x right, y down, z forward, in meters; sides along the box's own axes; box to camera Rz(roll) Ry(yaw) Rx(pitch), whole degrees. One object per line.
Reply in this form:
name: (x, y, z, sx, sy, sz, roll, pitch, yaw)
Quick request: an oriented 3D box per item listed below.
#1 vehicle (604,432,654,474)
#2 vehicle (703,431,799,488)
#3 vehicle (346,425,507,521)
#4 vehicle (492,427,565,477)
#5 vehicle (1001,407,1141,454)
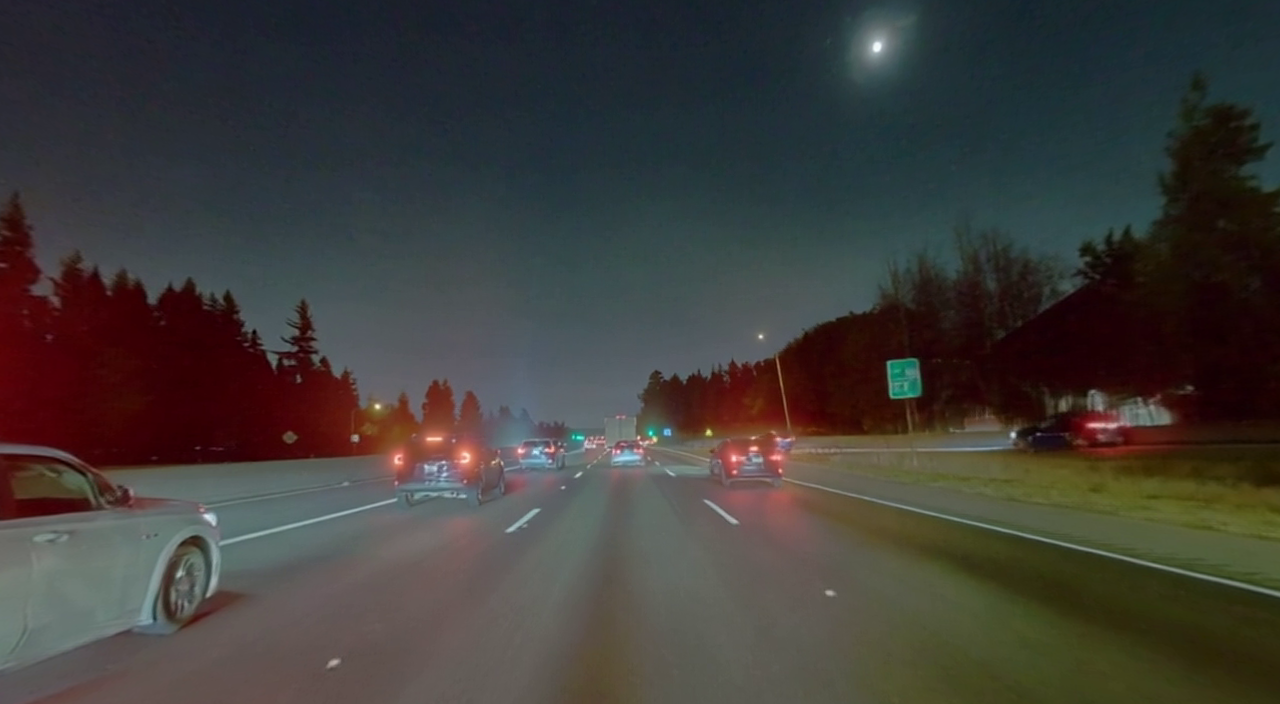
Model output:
vehicle: (-0.522, 4.466, 28.057, 2.063, 1.703, 4.203, 0, -8, -2)
vehicle: (3.249, 3.245, 19.387, 2.027, 1.554, 4.252, 0, -8, -2)
vehicle: (-4.182, 2.428, 13.182, 1.988, 1.668, 4.021, 0, -8, -1)
vehicle: (-4.734, 4.348, 27.720, 2.301, 1.944, 5.482, 0, -8, -1)
vehicle: (16.561, 3.107, 24.581, 2.048, 1.674, 4.106, 2, -9, -11)
